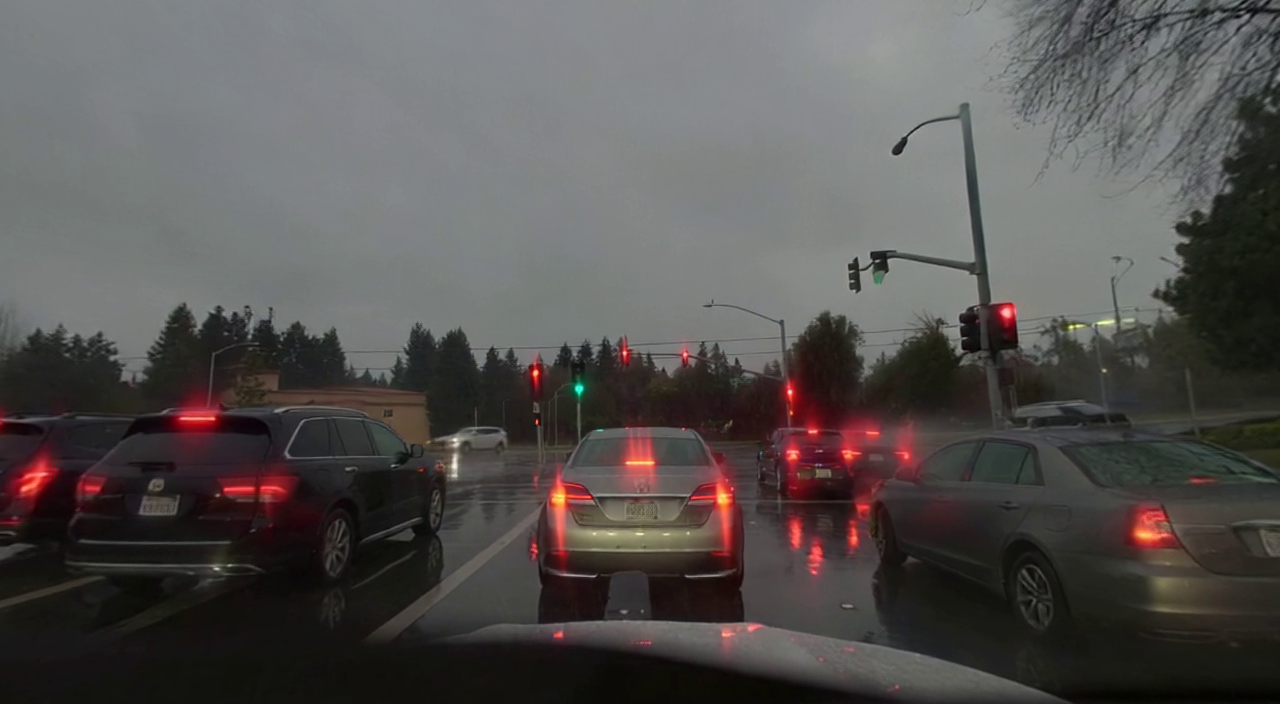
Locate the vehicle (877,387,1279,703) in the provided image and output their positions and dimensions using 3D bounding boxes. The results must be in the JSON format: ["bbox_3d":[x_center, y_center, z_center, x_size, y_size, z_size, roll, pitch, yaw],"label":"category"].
[{"bbox_3d":[3.592,1.201,4.607,2.010,1.486,4.498,0,-8,1],"label":"vehicle"}]

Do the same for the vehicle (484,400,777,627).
[{"bbox_3d":[-0.046,1.402,6.307,2.047,1.579,3.642,0,-8,1],"label":"vehicle"}]

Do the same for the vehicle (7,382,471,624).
[{"bbox_3d":[-3.554,1.422,6.856,2.014,1.755,4.360,0,-8,3],"label":"vehicle"}]
